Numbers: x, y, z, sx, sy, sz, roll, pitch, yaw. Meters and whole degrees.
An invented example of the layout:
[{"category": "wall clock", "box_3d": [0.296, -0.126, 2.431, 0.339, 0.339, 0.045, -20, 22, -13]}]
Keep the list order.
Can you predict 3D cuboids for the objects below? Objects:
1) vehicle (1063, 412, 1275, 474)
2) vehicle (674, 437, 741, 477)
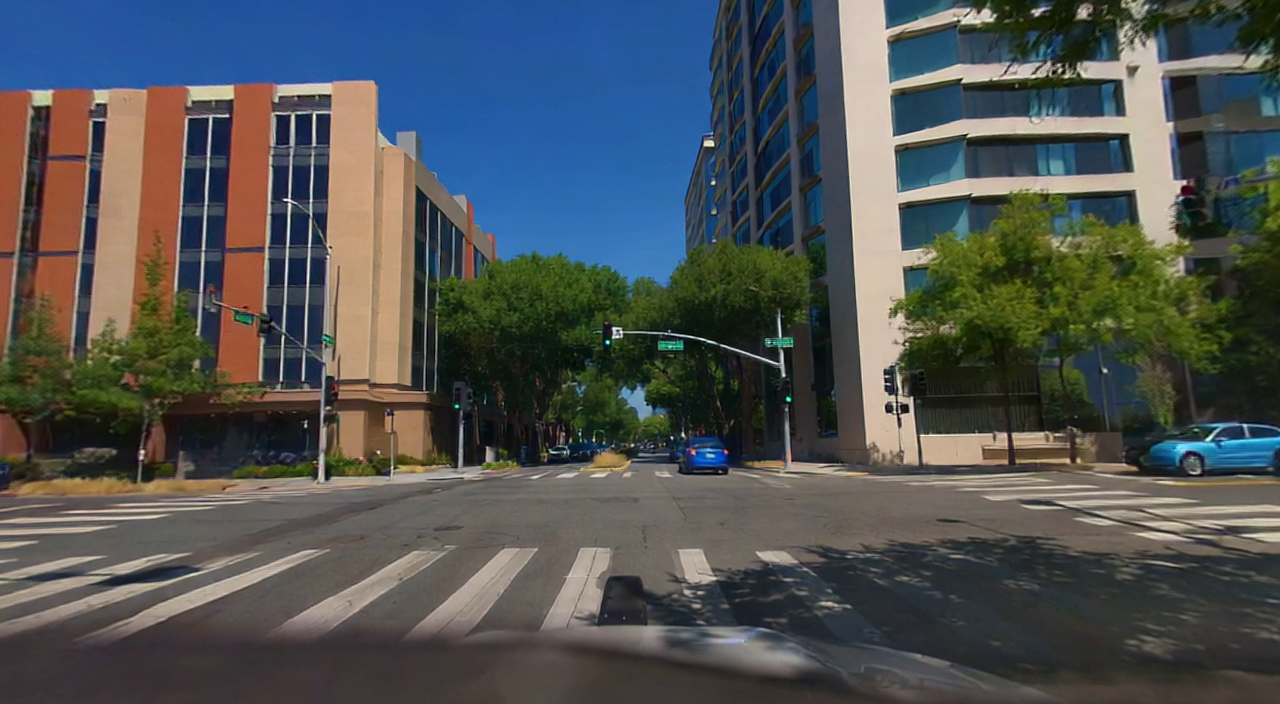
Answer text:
[{"category": "vehicle", "box_3d": [16.916, 2.946, 20.406, 4.802, 1.860, 2.146, 0, -8, 1]}, {"category": "vehicle", "box_3d": [2.664, 4.275, 25.908, 2.039, 1.470, 4.355, 0, -8, -3]}]
